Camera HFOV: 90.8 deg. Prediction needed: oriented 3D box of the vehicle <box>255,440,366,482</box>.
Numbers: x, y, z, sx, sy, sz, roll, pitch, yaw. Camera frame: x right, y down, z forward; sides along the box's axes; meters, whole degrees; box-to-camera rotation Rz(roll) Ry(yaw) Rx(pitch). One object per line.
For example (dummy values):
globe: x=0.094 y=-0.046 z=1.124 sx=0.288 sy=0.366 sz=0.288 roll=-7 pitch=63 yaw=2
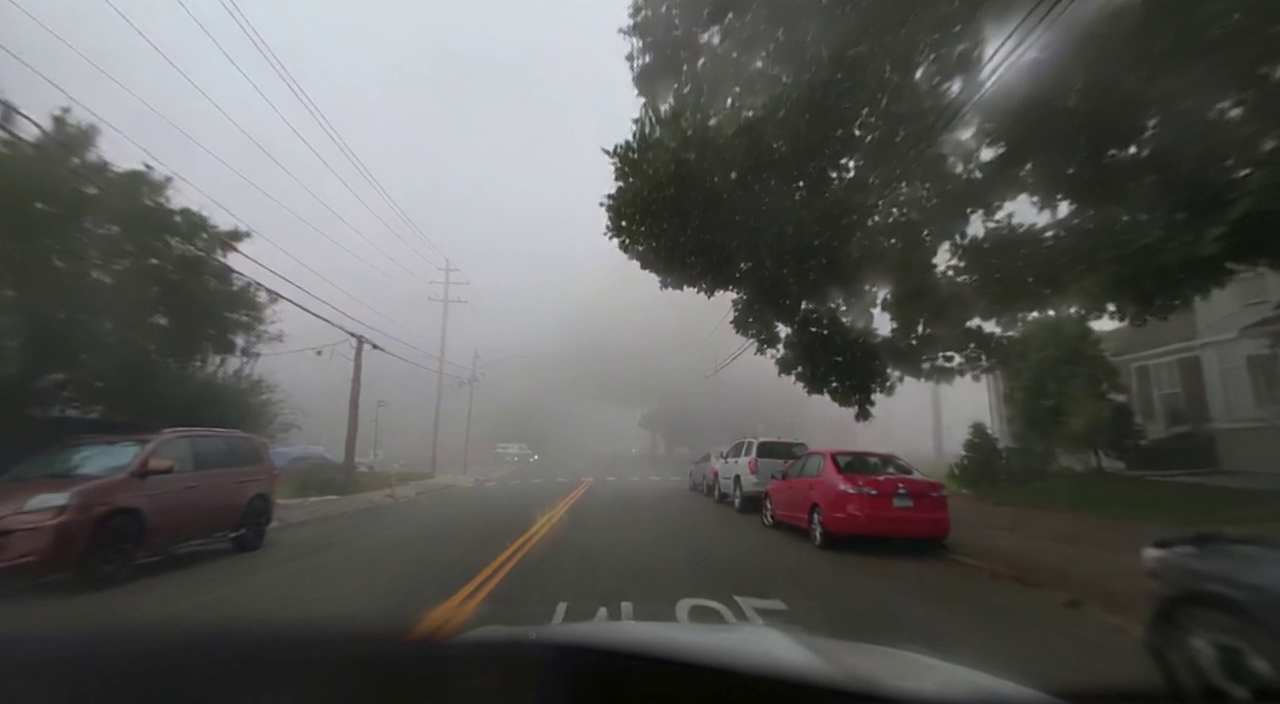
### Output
vehicle: x=-17.207 y=5.650 z=33.140 sx=4.822 sy=1.868 sz=2.015 roll=4 pitch=-10 yaw=-39

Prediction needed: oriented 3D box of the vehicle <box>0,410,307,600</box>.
vehicle: x=-6.724 y=1.843 z=8.584 sx=1.992 sy=1.853 sz=4.561 roll=0 pitch=-8 yaw=-2

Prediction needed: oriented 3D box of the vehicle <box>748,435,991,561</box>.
vehicle: x=3.294 y=2.207 z=10.363 sx=1.895 sy=1.537 sz=4.844 roll=1 pitch=-9 yaw=-4

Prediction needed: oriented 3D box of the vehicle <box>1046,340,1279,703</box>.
vehicle: x=3.354 y=0.713 z=1.509 sx=1.936 sy=1.756 sz=4.127 roll=0 pitch=-9 yaw=-1
